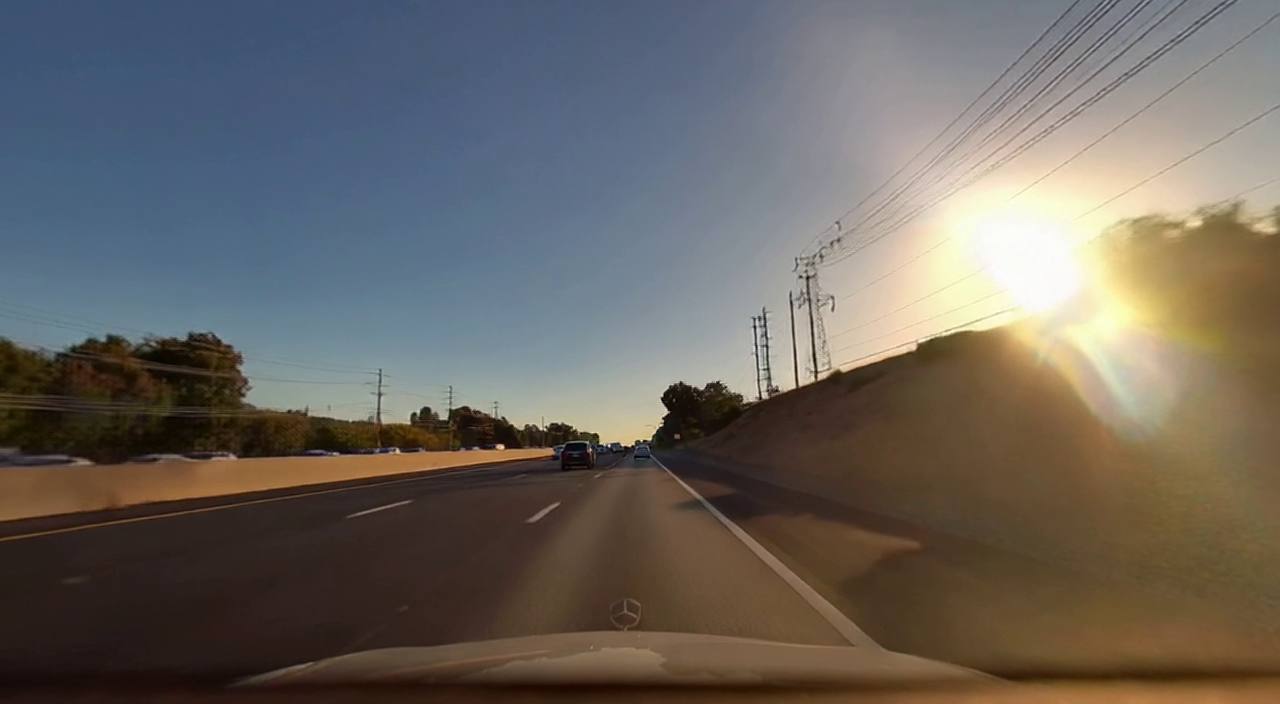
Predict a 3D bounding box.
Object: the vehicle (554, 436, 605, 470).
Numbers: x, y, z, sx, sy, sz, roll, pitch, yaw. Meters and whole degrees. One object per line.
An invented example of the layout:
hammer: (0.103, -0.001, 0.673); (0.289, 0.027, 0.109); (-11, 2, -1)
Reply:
vehicle: (-3.647, 6.237, 39.166); (2.577, 1.939, 5.408); (0, -9, 1)

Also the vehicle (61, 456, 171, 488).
vehicle: (-28.501, 6.514, 34.494); (1.888, 1.503, 4.752); (0, -9, 1)

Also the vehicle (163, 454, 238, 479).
vehicle: (-32.428, 8.438, 46.652); (1.922, 1.654, 4.885); (0, -9, 1)
